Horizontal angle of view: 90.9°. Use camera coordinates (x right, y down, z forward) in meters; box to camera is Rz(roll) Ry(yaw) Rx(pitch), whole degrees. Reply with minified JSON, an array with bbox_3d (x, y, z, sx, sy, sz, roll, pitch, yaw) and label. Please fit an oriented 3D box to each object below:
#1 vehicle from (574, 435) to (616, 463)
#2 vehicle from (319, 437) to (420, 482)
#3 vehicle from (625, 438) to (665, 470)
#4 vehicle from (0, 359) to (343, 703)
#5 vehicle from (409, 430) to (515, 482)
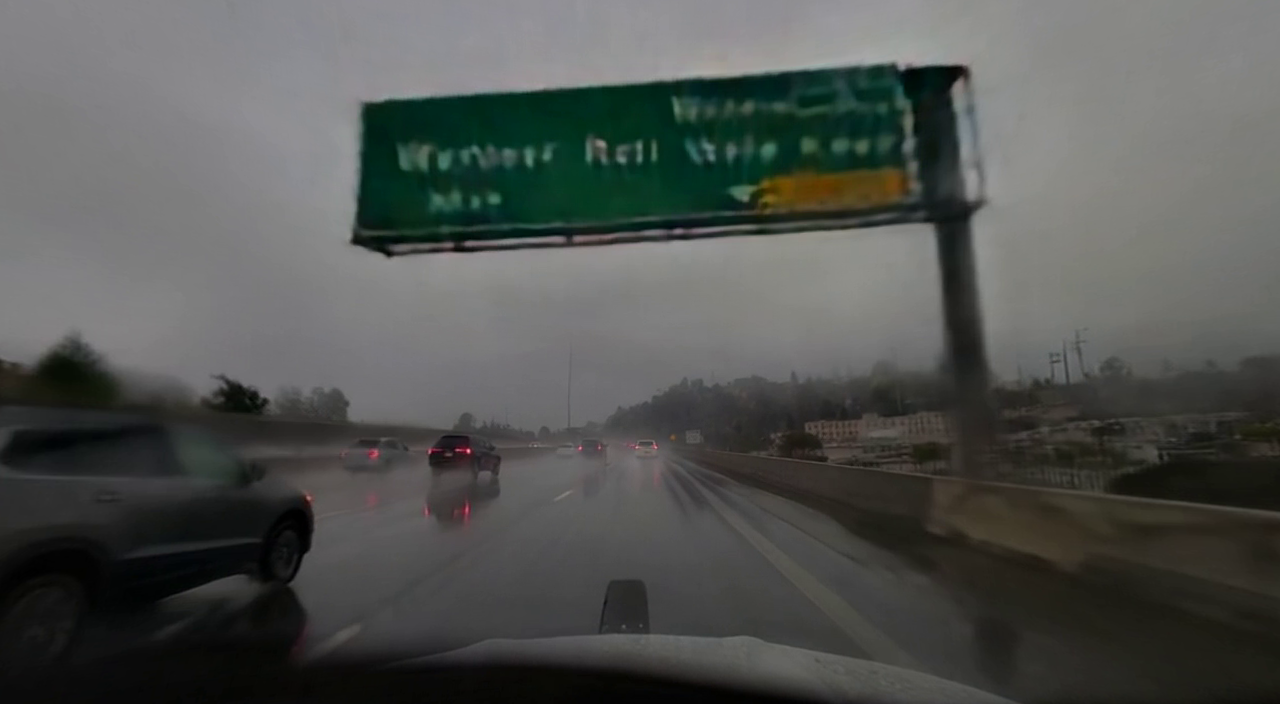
[{"bbox_3d":[-3.462,7.640,49.704,2.751,2.050,5.761,0,-8,2],"label":"vehicle"},{"bbox_3d":[-11.400,4.538,27.030,2.187,1.726,4.634,0,-8,1],"label":"vehicle"},{"bbox_3d":[0.250,5.818,36.167,2.135,1.697,4.757,0,-8,0],"label":"vehicle"},{"bbox_3d":[-4.138,1.041,3.954,2.136,1.718,4.873,0,-8,0],"label":"vehicle"},{"bbox_3d":[-7.223,4.289,26.459,2.521,1.901,5.988,0,-8,2],"label":"vehicle"}]
